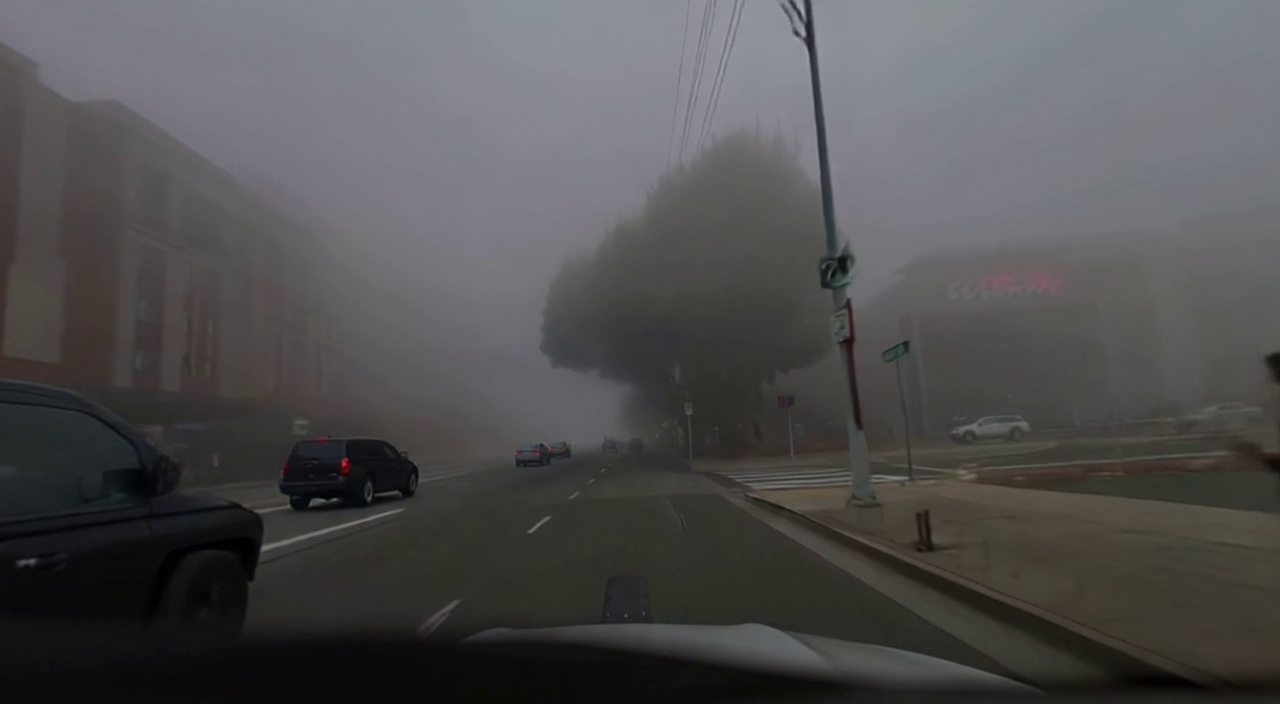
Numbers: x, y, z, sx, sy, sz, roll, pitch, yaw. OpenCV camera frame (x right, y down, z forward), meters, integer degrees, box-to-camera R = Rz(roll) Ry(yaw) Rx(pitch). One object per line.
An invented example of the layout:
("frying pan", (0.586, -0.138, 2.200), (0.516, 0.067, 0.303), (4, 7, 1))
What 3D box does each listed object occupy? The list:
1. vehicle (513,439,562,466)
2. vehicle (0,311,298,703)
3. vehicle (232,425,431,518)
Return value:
("vehicle", (-5.951, 5.893, 37.078), (2.030, 1.488, 4.650), (0, -8, 1))
("vehicle", (-3.262, 0.642, 1.400), (2.277, 1.743, 4.893), (0, -8, -1))
("vehicle", (-6.493, 2.566, 14.060), (2.007, 1.698, 4.759), (0, -8, 0))
